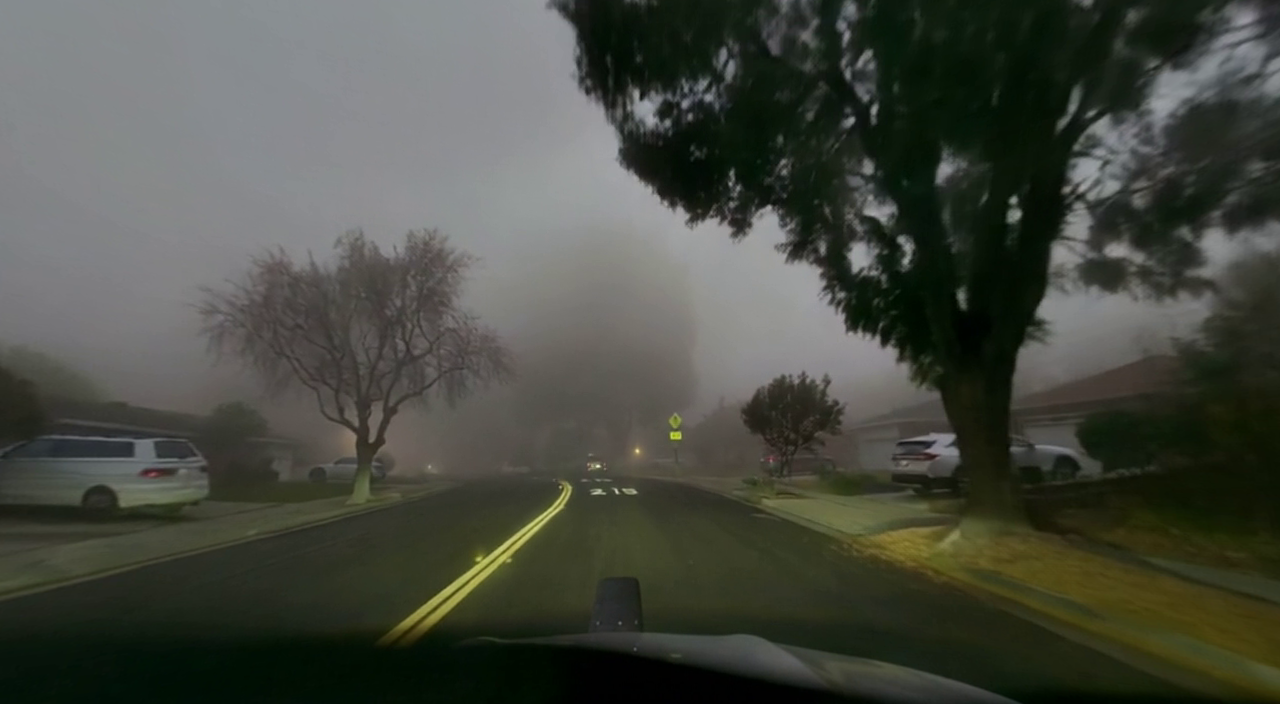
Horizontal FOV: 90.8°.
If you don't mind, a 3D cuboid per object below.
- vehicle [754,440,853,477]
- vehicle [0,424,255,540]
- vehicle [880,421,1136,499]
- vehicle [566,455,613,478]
[{"bbox_3d":[8.056,5.226,31.193,4.284,1.522,1.893,0,-8,-19],"label":"vehicle"},{"bbox_3d":[-10.276,2.522,13.031,2.073,1.899,4.869,1,-8,-7],"label":"vehicle"},{"bbox_3d":[9.270,2.665,16.006,5.751,1.733,2.138,2,-9,-17],"label":"vehicle"},{"bbox_3d":[-3.844,8.476,46.993,2.181,1.494,5.023,3,-9,-20],"label":"vehicle"}]
